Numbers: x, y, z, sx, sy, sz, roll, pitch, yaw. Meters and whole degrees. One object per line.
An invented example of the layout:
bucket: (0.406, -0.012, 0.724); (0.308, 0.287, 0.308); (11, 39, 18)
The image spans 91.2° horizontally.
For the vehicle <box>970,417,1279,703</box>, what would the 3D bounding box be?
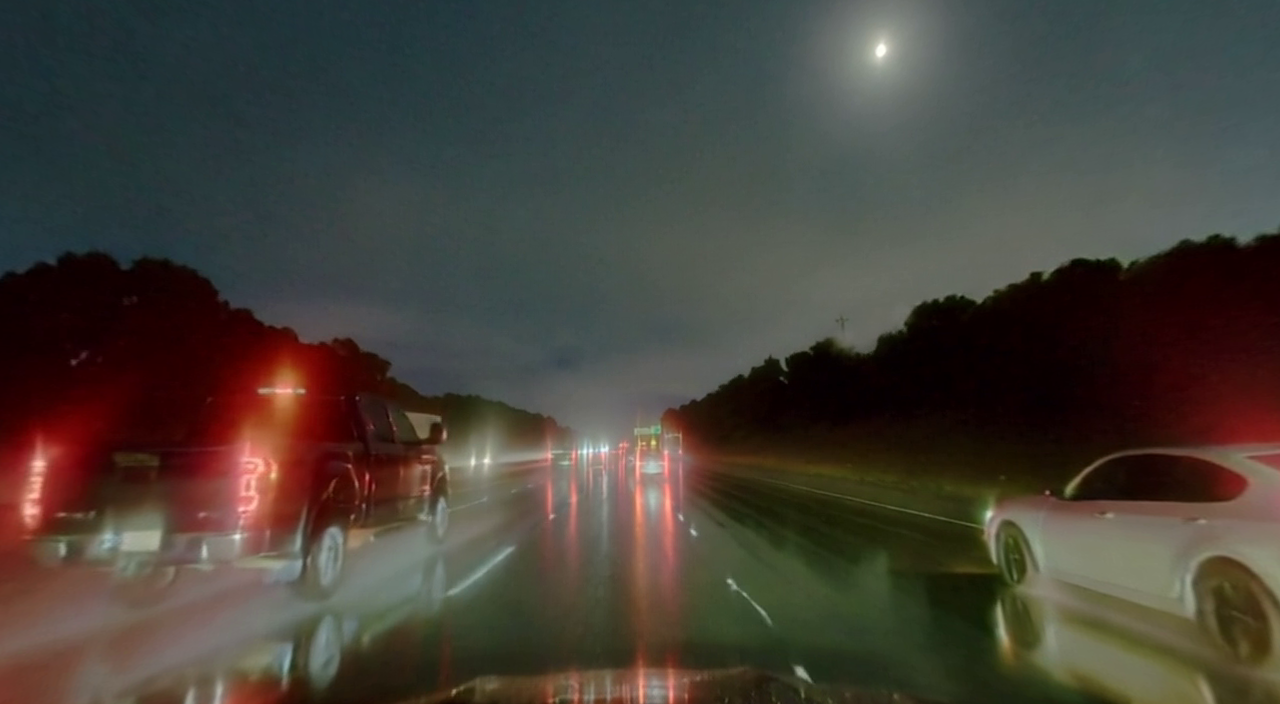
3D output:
vehicle: (4.331, 1.242, 4.242); (1.961, 1.491, 4.035); (0, -9, 0)

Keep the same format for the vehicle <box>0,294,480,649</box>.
vehicle: (-3.951, 1.255, 7.397); (2.523, 2.458, 6.022); (0, -9, 0)

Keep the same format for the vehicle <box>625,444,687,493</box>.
vehicle: (0.492, 4.095, 22.339); (2.015, 1.526, 4.286); (0, -9, -1)

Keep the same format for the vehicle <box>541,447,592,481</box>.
vehicle: (-3.535, 5.452, 30.783); (1.940, 1.502, 4.463); (0, -9, 0)
